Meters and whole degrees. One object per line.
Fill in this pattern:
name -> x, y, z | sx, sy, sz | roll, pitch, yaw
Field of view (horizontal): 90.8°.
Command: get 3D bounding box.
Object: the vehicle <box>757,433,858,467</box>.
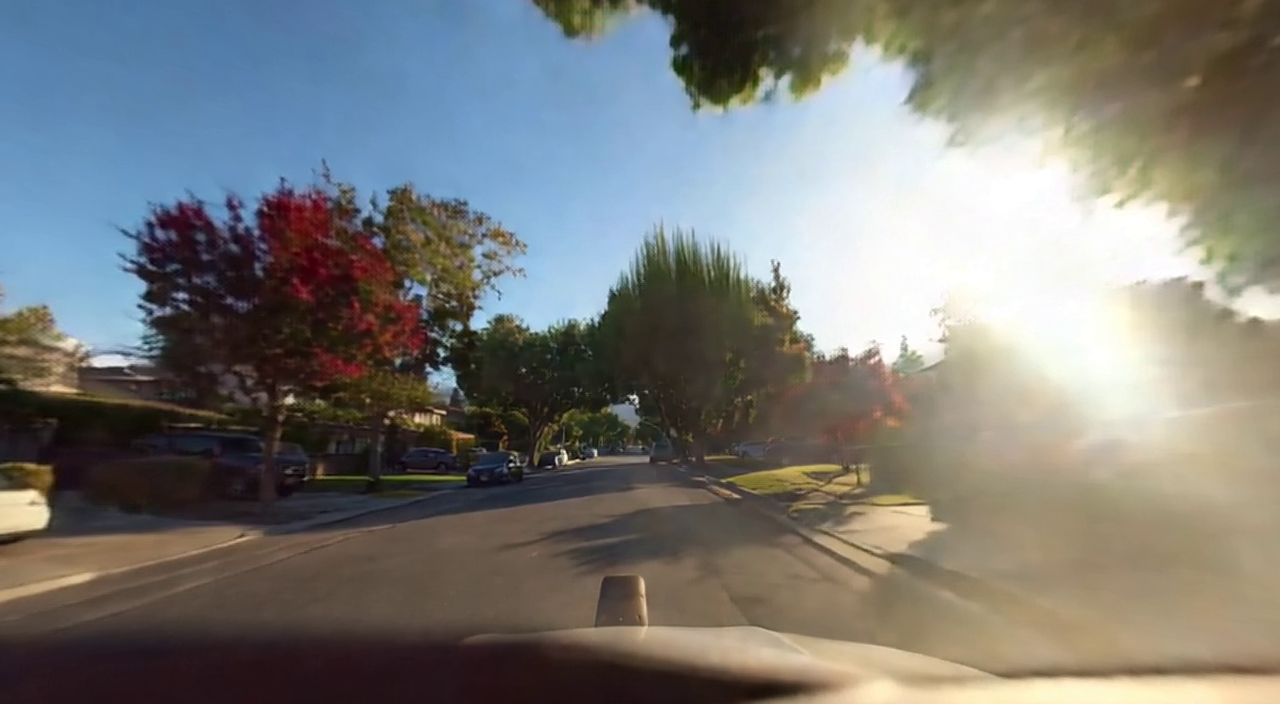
vehicle -> 8.501, 5.014, 32.318 | 4.599, 1.652, 1.903 | 1, -9, -3

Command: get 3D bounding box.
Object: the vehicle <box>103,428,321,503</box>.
vehicle -> -12.331, 3.281, 18.484 | 4.753, 2.028, 2.079 | 0, -9, 0

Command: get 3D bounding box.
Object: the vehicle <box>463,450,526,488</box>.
vehicle -> -6.257, 5.051, 27.523 | 1.878, 1.496, 3.535 | 0, -9, 1

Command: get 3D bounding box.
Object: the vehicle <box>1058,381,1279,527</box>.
vehicle -> 8.571, 1.378, 8.620 | 4.334, 1.750, 1.900 | 1, -8, -1

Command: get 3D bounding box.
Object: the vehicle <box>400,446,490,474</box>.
vehicle -> -12.122, 6.749, 39.513 | 4.972, 1.623, 1.884 | 0, -9, 0
